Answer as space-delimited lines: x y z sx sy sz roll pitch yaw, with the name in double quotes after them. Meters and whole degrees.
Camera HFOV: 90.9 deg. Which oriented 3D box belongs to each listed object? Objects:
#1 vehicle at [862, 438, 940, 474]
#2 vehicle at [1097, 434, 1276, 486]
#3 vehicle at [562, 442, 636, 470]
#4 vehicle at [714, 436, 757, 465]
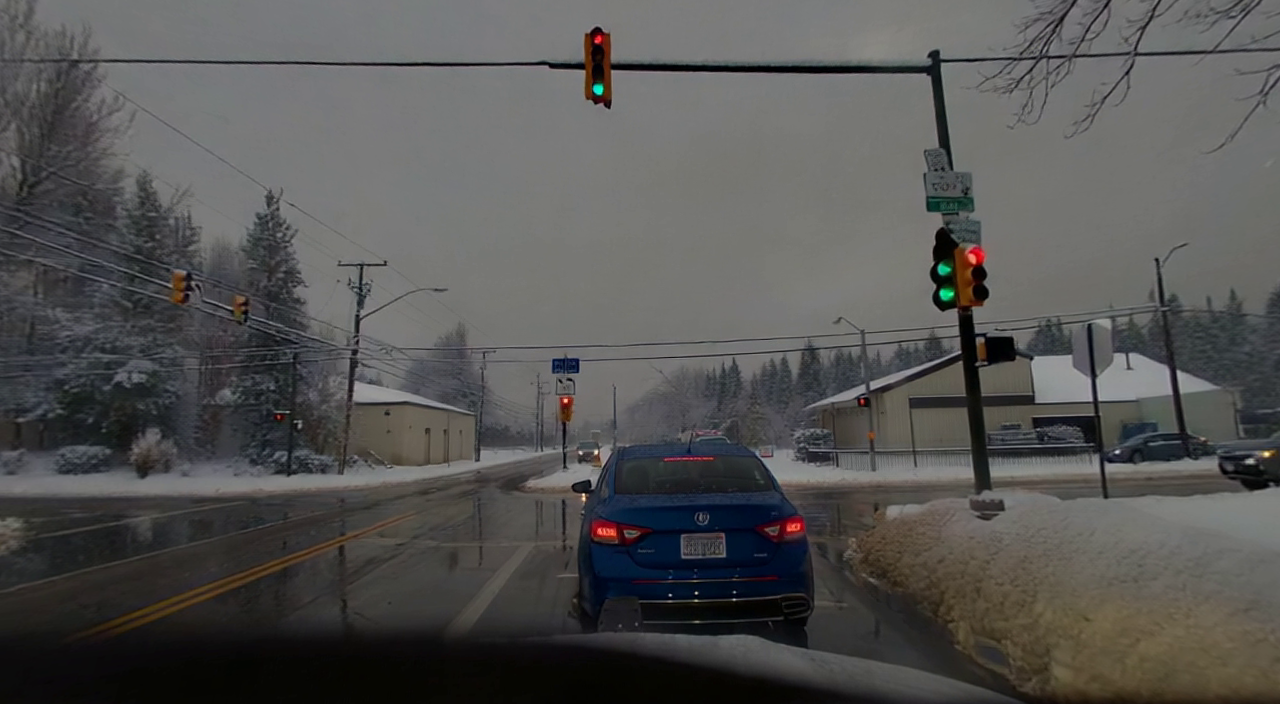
12.403 5.039 30.272 1.922 1.529 3.964 1 -12 -2 "vehicle"
16.797 3.316 19.504 3.876 1.512 1.784 0 -8 -2 "vehicle"
-2.441 6.151 37.560 3.991 1.526 1.868 -4 -9 30 "vehicle"
6.930 7.168 46.146 1.491 2.041 2.964 6 -9 -34 "vehicle"
